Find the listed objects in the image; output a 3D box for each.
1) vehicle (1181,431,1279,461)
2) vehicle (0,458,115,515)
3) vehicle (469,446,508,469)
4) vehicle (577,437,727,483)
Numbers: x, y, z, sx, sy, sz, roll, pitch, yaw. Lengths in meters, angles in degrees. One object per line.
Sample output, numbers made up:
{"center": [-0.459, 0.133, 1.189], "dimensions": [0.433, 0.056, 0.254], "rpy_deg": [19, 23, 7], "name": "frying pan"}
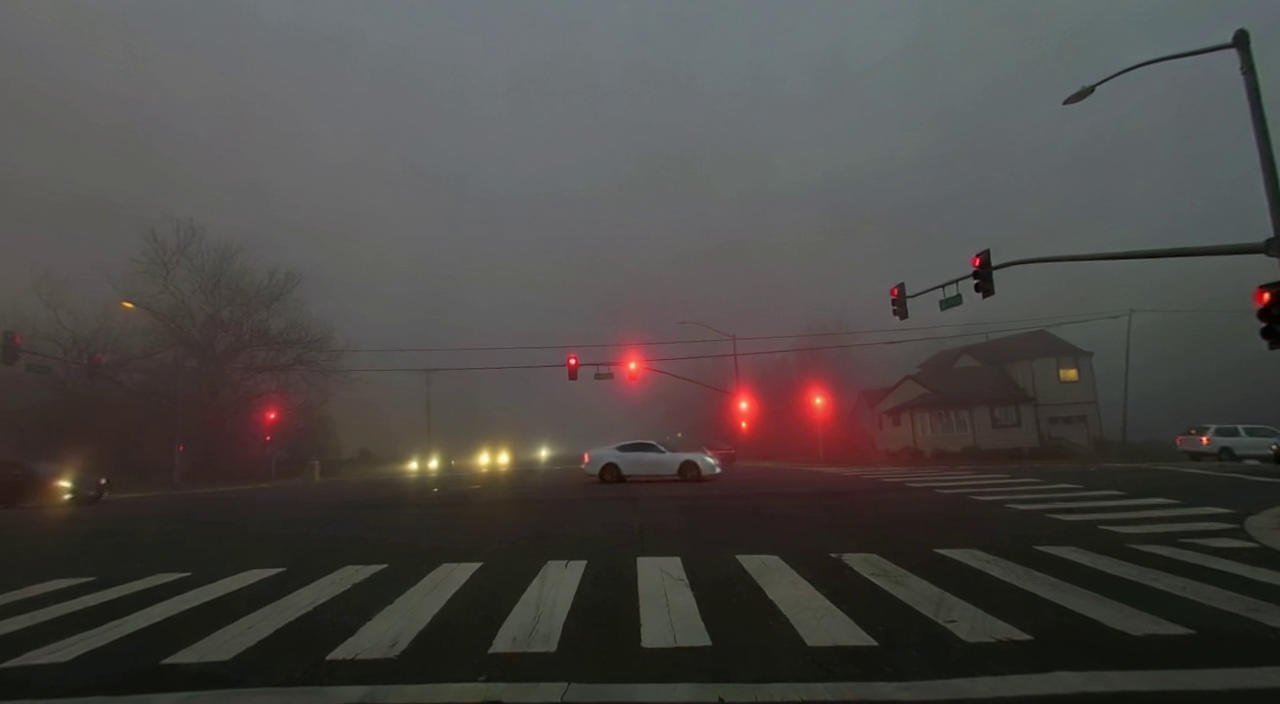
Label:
{"center": [31.311, 4.888, 33.020], "dimensions": [4.318, 1.488, 1.870], "rpy_deg": [0, -9, -1], "name": "vehicle"}
{"center": [-20.734, 4.475, 21.232], "dimensions": [4.431, 1.739, 1.935], "rpy_deg": [-1, -9, 1], "name": "vehicle"}
{"center": [-10.708, 7.454, 44.766], "dimensions": [1.881, 1.509, 3.377], "rpy_deg": [0, -9, 1], "name": "vehicle"}
{"center": [0.380, 3.655, 21.453], "dimensions": [4.823, 1.449, 2.017], "rpy_deg": [0, -9, 0], "name": "vehicle"}
